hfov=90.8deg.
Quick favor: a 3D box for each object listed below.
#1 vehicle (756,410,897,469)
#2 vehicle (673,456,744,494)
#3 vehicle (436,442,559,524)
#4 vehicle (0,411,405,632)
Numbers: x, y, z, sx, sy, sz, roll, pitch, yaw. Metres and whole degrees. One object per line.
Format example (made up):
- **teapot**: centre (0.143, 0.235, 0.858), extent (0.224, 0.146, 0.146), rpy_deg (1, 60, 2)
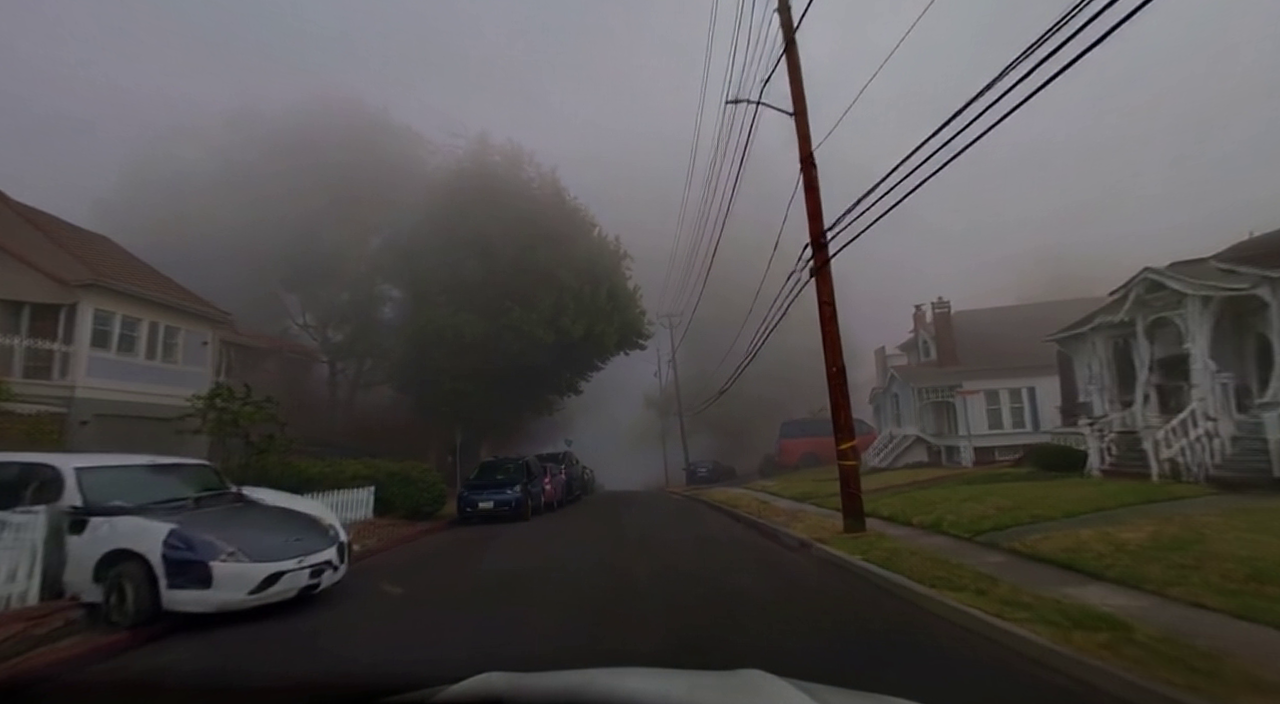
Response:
- **vehicle**: centre (6.374, 3.022, 21.951), extent (4.249, 1.905, 1.904), rpy_deg (0, -8, -3)
- **vehicle**: centre (3.122, 5.586, 29.008), extent (3.005, 1.535, 4.025), rpy_deg (-1, -8, 6)
- **vehicle**: centre (-3.113, 2.937, 14.889), extent (2.081, 1.589, 4.691), rpy_deg (0, -8, -3)
- **vehicle**: centre (-4.995, 1.518, 5.972), extent (4.537, 1.595, 2.471), rpy_deg (1, -13, -2)
